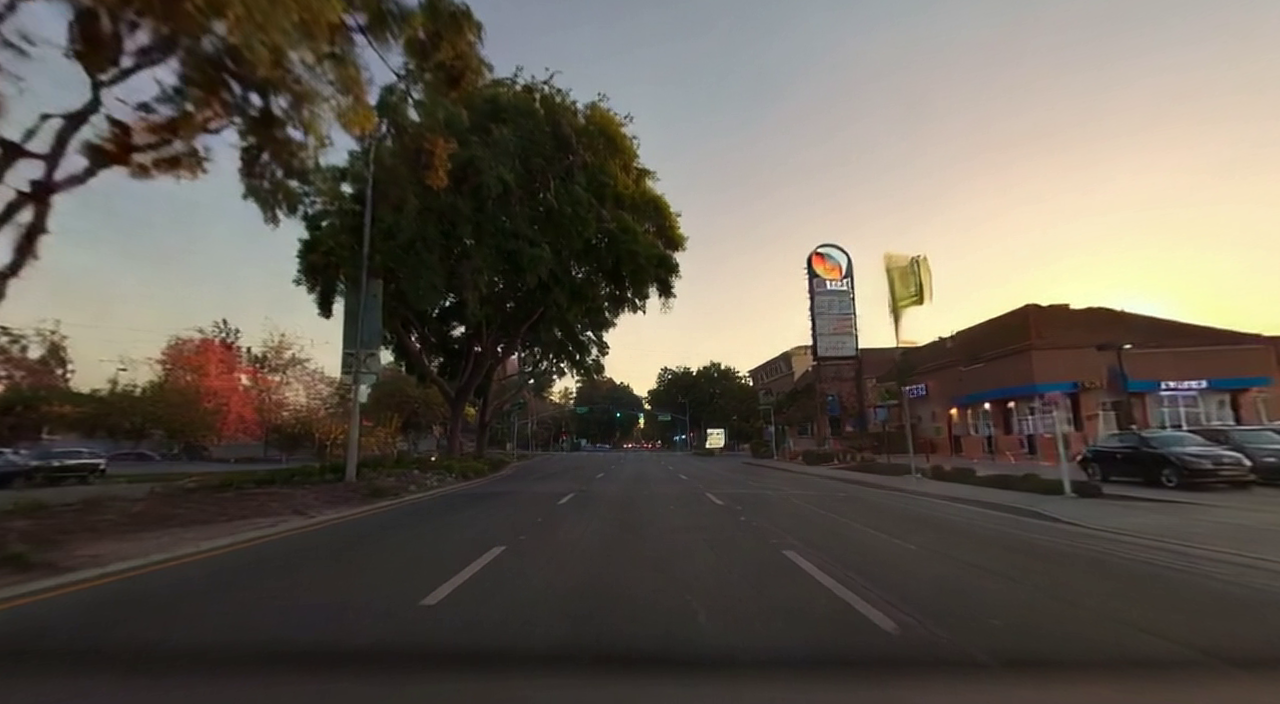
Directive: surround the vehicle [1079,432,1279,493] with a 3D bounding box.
[{"bbox_3d":[14.905,3.052,17.774,1.920,1.471,4.516,0,-8,1],"label":"vehicle"}]
